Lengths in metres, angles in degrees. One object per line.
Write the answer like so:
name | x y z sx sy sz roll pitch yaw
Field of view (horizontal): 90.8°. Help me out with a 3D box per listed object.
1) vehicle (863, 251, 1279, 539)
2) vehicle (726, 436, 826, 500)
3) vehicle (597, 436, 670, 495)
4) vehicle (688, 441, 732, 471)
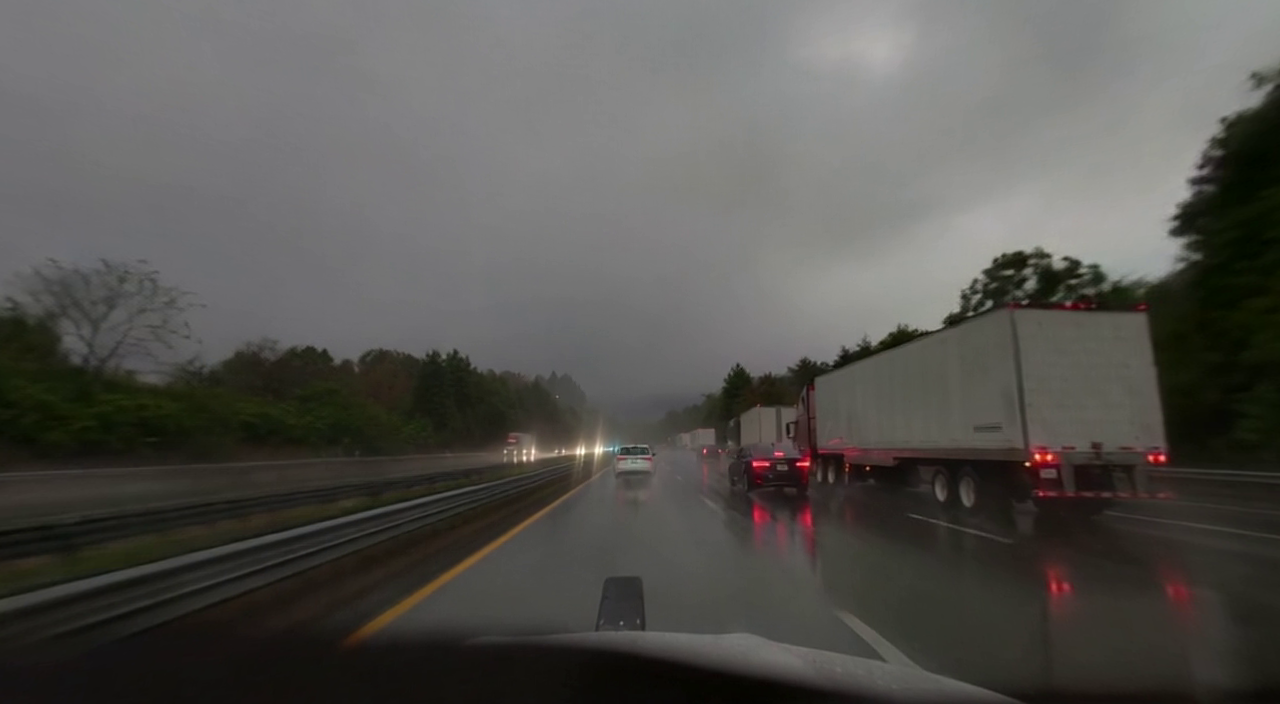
vehicle | 7.610 1.191 13.113 2.823 4.063 8.485 0 -9 0
vehicle | 3.698 3.220 17.870 1.920 1.594 3.867 0 -9 -1
vehicle | -0.169 3.460 19.441 2.023 1.618 3.628 0 -9 0
vehicle | 4.162 6.281 38.217 2.150 1.632 4.260 0 -9 0
